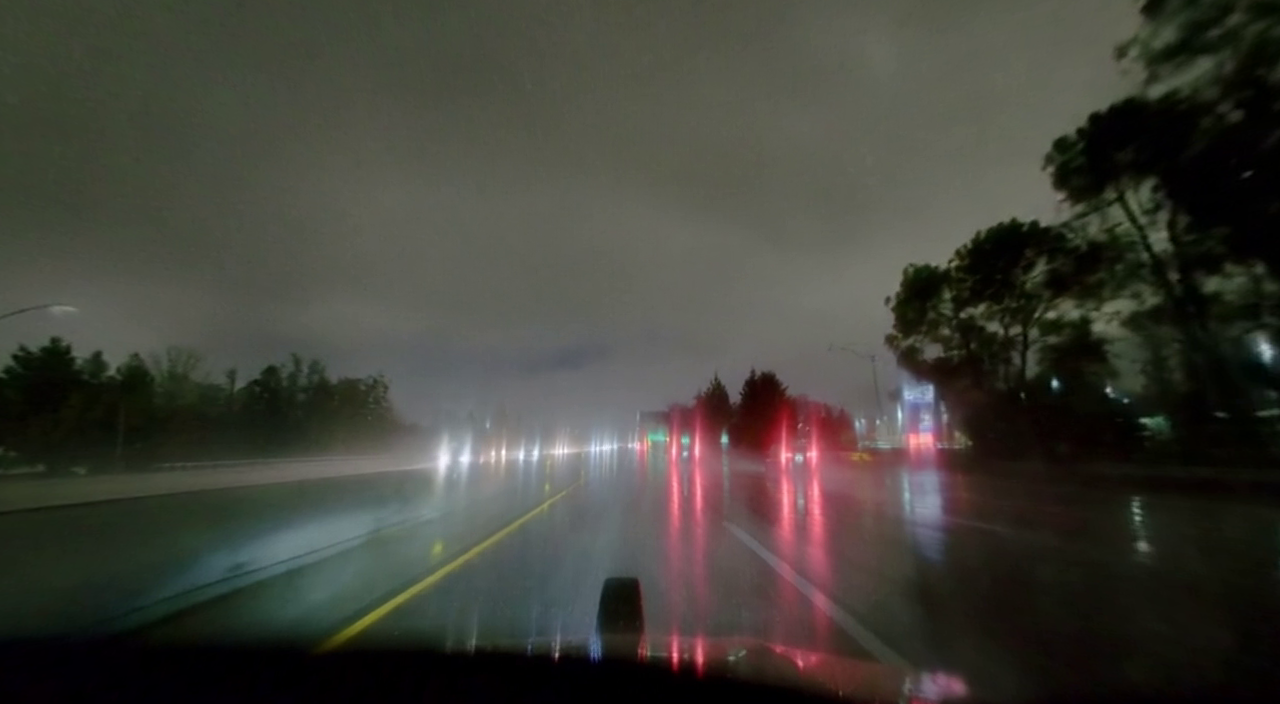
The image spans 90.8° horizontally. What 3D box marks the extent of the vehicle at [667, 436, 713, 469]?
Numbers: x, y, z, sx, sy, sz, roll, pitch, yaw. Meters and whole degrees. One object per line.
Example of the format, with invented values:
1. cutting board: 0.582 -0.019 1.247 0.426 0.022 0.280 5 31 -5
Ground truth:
1. vehicle: 2.870 5.940 37.538 2.258 1.824 4.908 0 -9 -1

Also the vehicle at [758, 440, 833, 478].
1. vehicle: 6.477 4.502 26.790 2.009 1.456 4.097 0 -9 -1
